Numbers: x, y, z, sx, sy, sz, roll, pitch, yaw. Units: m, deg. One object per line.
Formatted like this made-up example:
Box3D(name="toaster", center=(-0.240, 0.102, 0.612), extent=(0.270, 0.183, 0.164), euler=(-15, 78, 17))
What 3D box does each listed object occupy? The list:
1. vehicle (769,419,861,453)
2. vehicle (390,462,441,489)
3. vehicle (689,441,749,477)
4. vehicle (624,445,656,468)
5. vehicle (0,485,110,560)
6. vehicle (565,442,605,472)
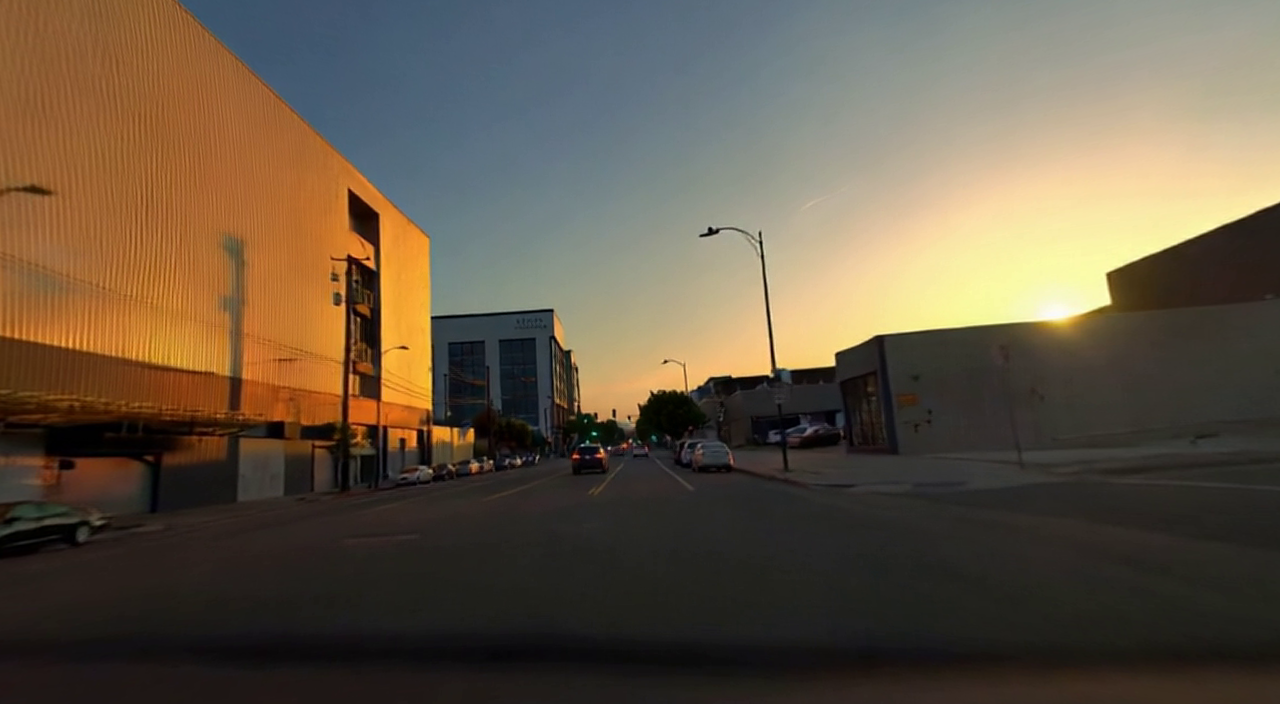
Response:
Box3D(name="vehicle", center=(12.225, 5.894, 44.370), extent=(5.603, 1.659, 2.393), euler=(-6, -8, -4))
Box3D(name="vehicle", center=(-15.737, 8.665, 44.586), extent=(1.883, 1.493, 4.880), euler=(-2, -8, -1))
Box3D(name="vehicle", center=(3.542, 4.895, 29.184), extent=(2.042, 1.487, 5.033), euler=(0, -8, -1))
Box3D(name="vehicle", center=(-0.037, 7.341, 44.455), extent=(2.099, 1.470, 4.270), euler=(-1, -8, -1))
Box3D(name="vehicle", center=(-15.672, 4.295, 15.384), extent=(1.793, 1.437, 4.415), euler=(-8, -7, -1))
Box3D(name="vehicle", center=(-3.658, 7.018, 42.618), extent=(2.348, 1.831, 4.737), euler=(-1, -8, -1))
